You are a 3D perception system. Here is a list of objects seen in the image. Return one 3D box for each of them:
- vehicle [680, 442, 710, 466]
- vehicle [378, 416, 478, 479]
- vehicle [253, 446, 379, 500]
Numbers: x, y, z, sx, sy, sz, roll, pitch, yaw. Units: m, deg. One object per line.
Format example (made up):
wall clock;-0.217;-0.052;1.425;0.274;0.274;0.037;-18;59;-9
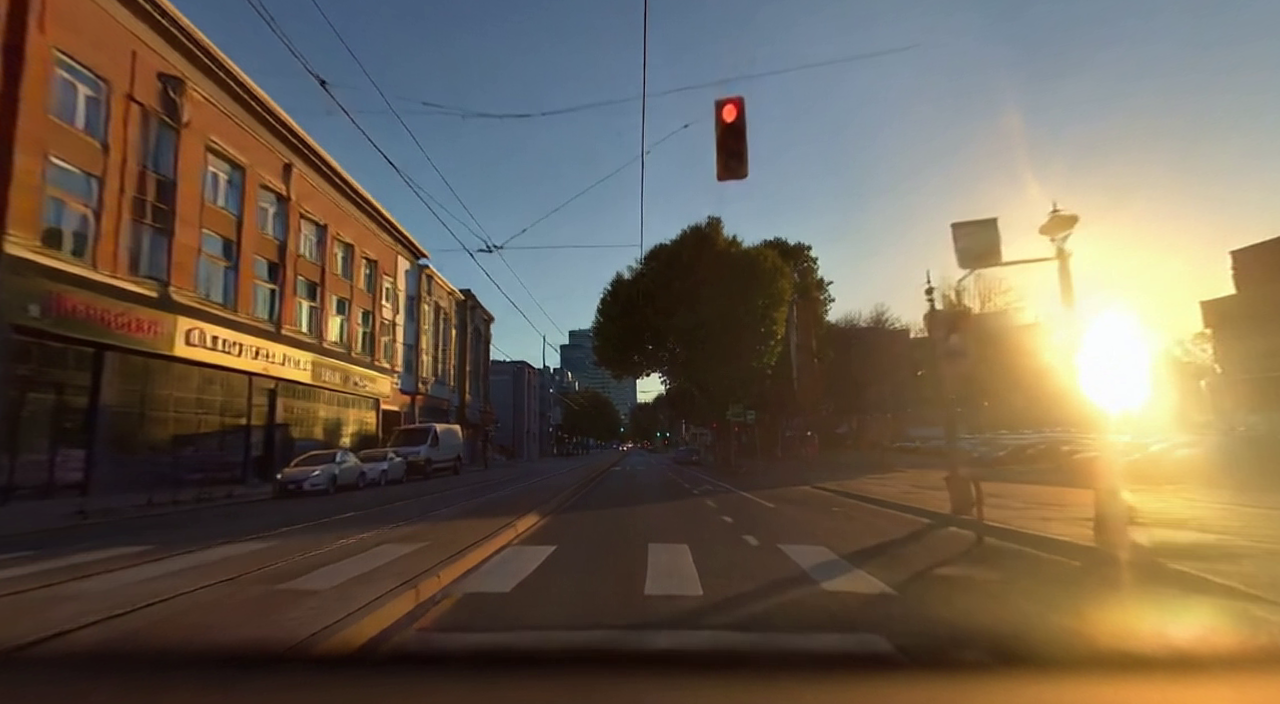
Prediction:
vehicle;3.707;6.916;43.001;1.819;1.546;3.681;0;-8;1
vehicle;-10.478;4.825;32.051;2.378;2.765;7.920;0;-8;-1
vehicle;-10.025;3.742;19.894;1.897;1.464;4.209;0;-8;-3
